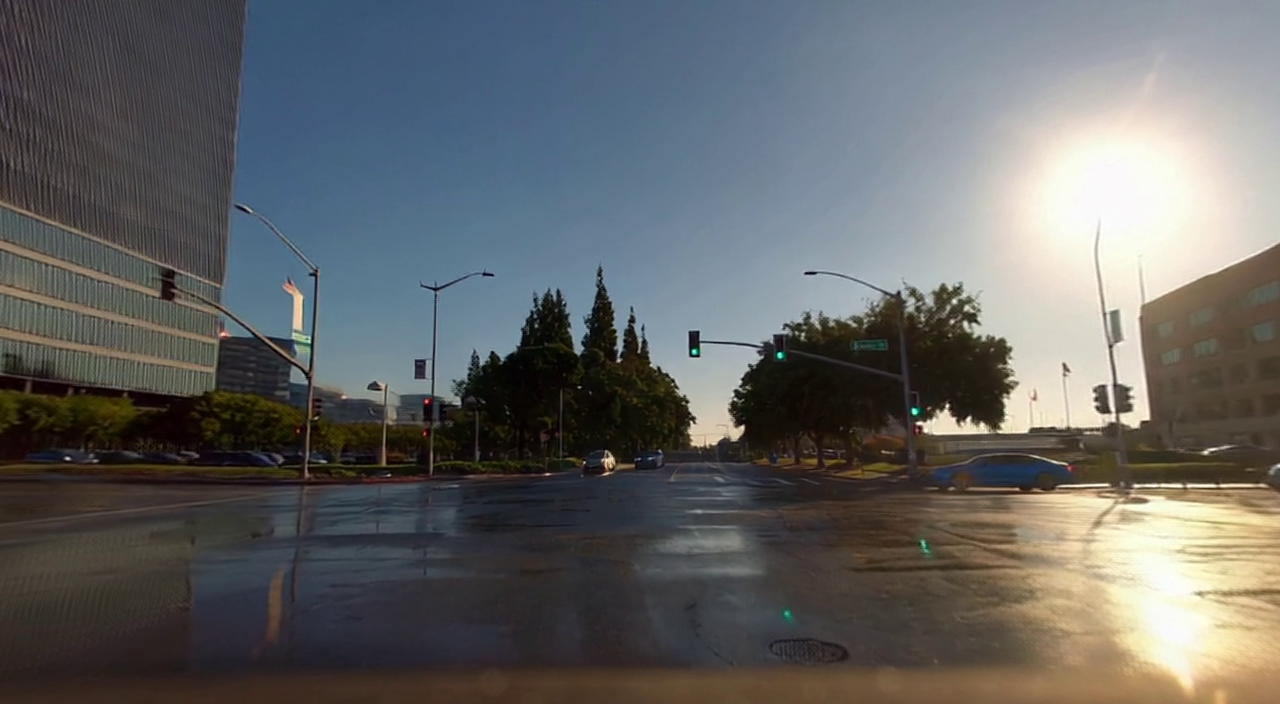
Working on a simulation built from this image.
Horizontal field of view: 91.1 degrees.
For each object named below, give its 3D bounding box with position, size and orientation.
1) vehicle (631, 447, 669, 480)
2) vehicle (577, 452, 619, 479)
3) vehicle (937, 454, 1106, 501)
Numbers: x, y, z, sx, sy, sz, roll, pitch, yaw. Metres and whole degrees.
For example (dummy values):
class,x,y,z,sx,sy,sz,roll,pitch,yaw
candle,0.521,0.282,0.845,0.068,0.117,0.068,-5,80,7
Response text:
class,x,y,z,sx,sy,sz,roll,pitch,yaw
vehicle,0.597,6.256,35.522,2.018,1.699,4.751,0,-9,1
vehicle,-2.484,6.897,38.374,2.068,1.486,4.664,-1,-9,2
vehicle,13.588,4.485,22.776,4.896,1.503,1.971,-4,-9,23
